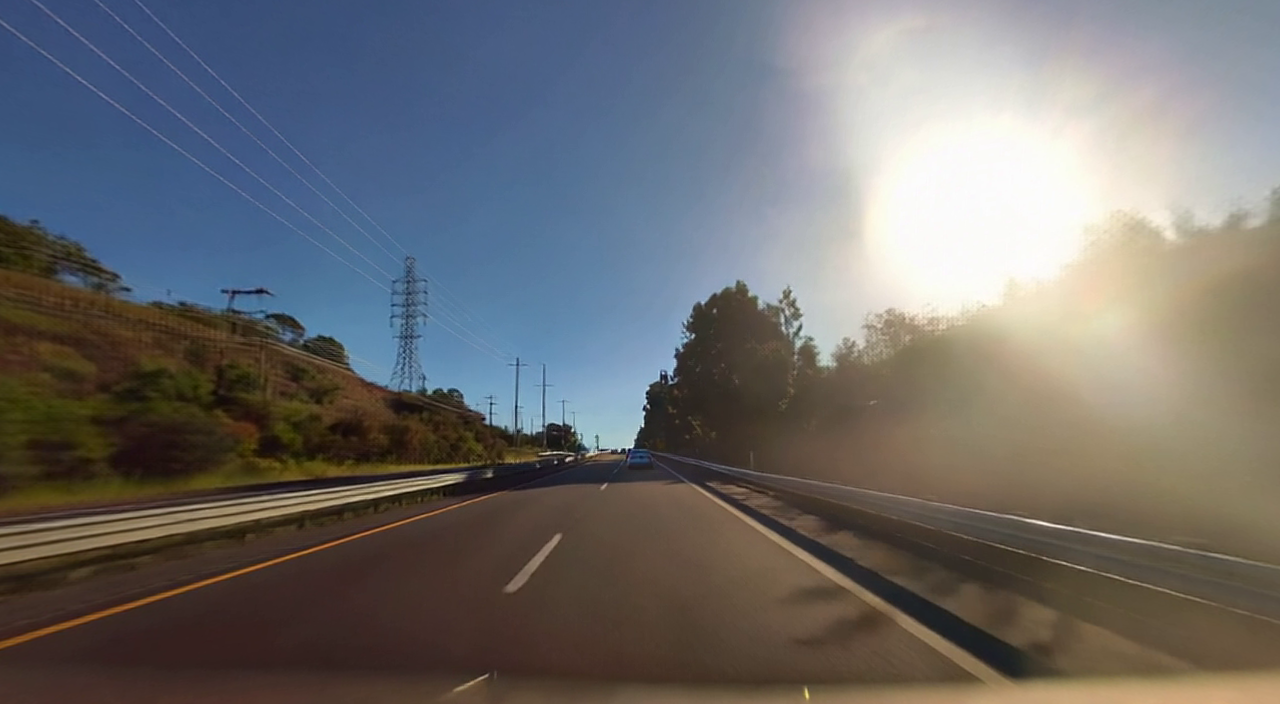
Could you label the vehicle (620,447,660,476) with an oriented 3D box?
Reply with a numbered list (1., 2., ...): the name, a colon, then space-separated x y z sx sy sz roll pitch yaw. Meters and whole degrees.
1. vehicle: -0.056 6.029 34.976 2.080 1.486 3.813 0 -9 -1
